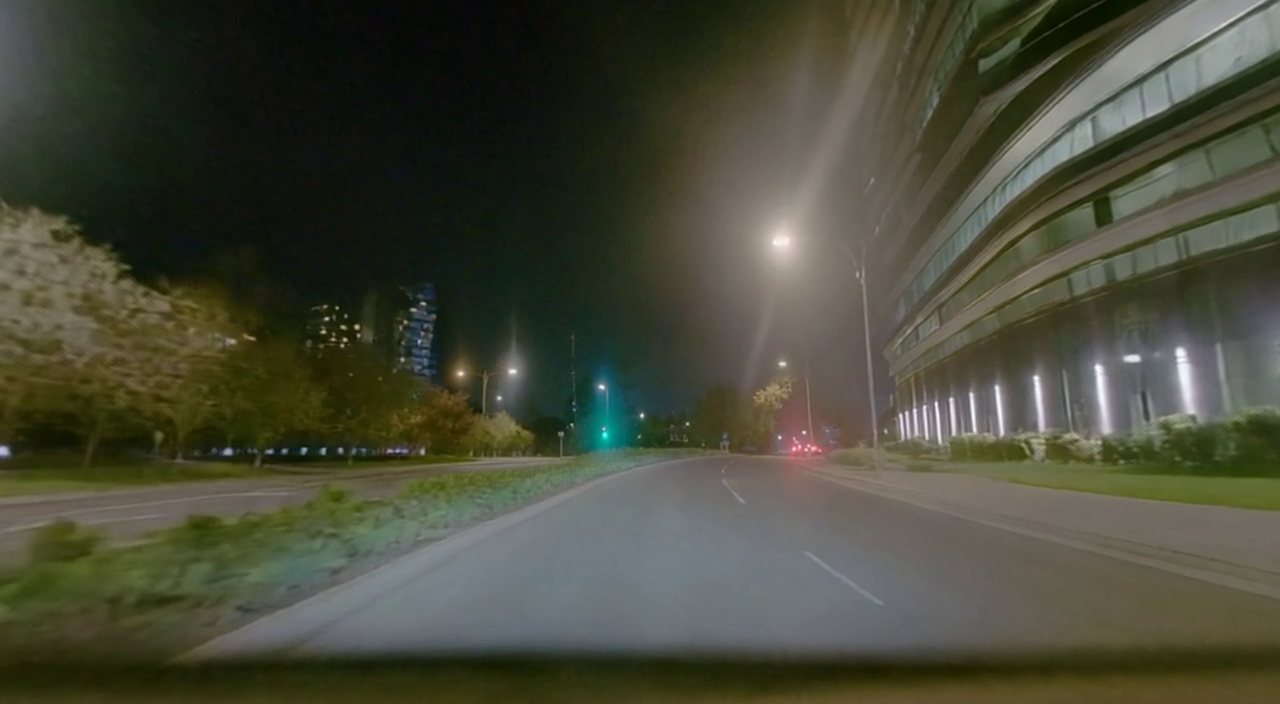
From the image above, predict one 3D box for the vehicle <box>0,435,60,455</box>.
[{"bbox_3d":[-44.992,6.755,45.799,3.683,1.426,1.810,0,-9,-2],"label":"vehicle"}]
